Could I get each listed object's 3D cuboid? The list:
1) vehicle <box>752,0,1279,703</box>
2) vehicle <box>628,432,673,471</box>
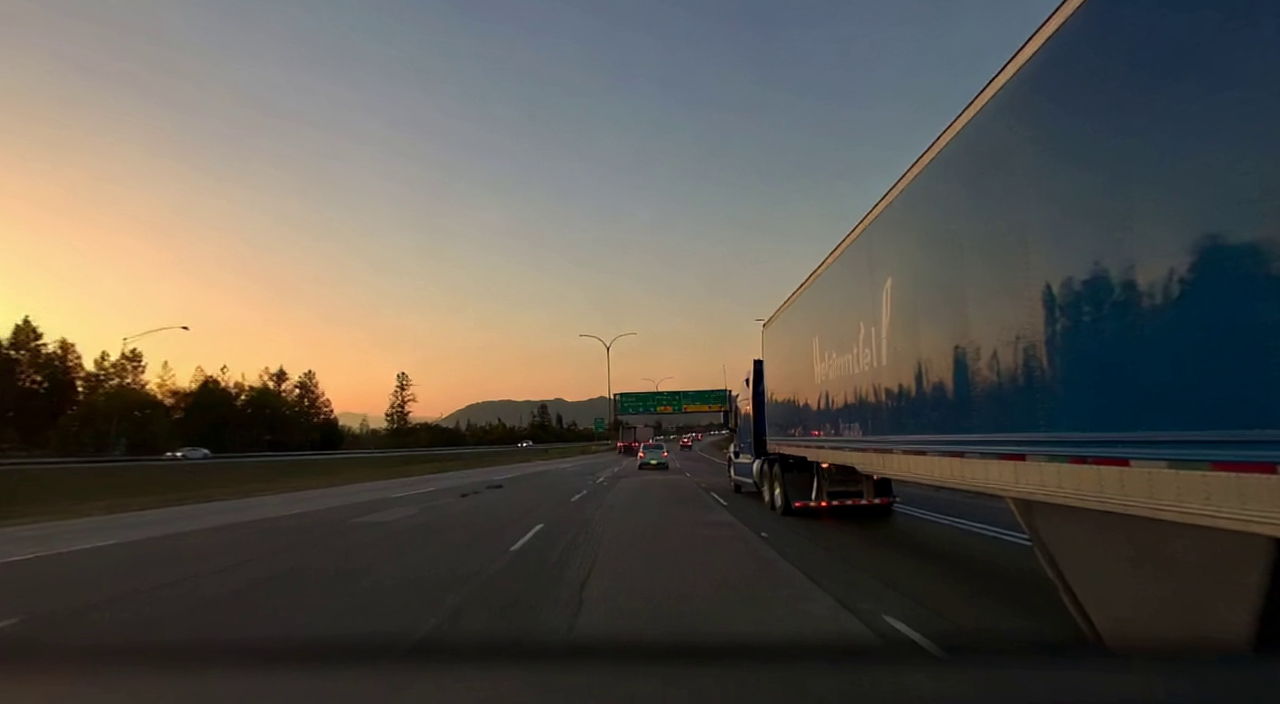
[{"bbox_3d":[4.141,0.337,7.005,3.019,4.145,16.453,-1,-8,1],"label":"vehicle"},{"bbox_3d":[0.513,5.132,32.628,2.205,1.860,4.301,0,-8,0],"label":"vehicle"}]
